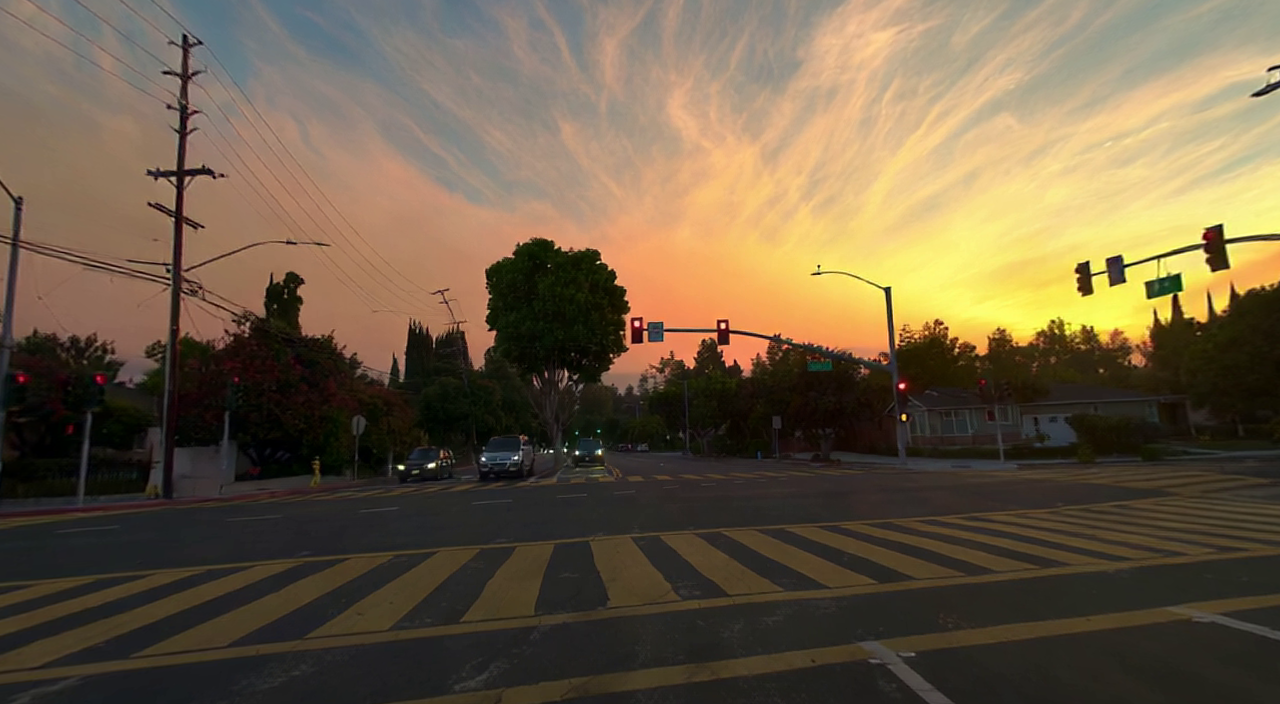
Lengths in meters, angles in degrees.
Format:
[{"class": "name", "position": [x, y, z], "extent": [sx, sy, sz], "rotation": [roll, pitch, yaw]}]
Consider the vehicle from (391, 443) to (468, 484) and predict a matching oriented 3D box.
[{"class": "vehicle", "position": [-10.186, 5.388, 30.988], "extent": [2.241, 1.819, 4.690], "rotation": [0, -9, -1]}]

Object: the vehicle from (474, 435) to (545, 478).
[{"class": "vehicle", "position": [-6.411, 5.221, 31.764], "extent": [2.479, 1.977, 5.254], "rotation": [0, -9, -1]}]

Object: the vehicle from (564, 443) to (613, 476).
[{"class": "vehicle", "position": [-2.435, 5.212, 30.925], "extent": [2.174, 1.477, 4.805], "rotation": [0, -9, -2]}]
